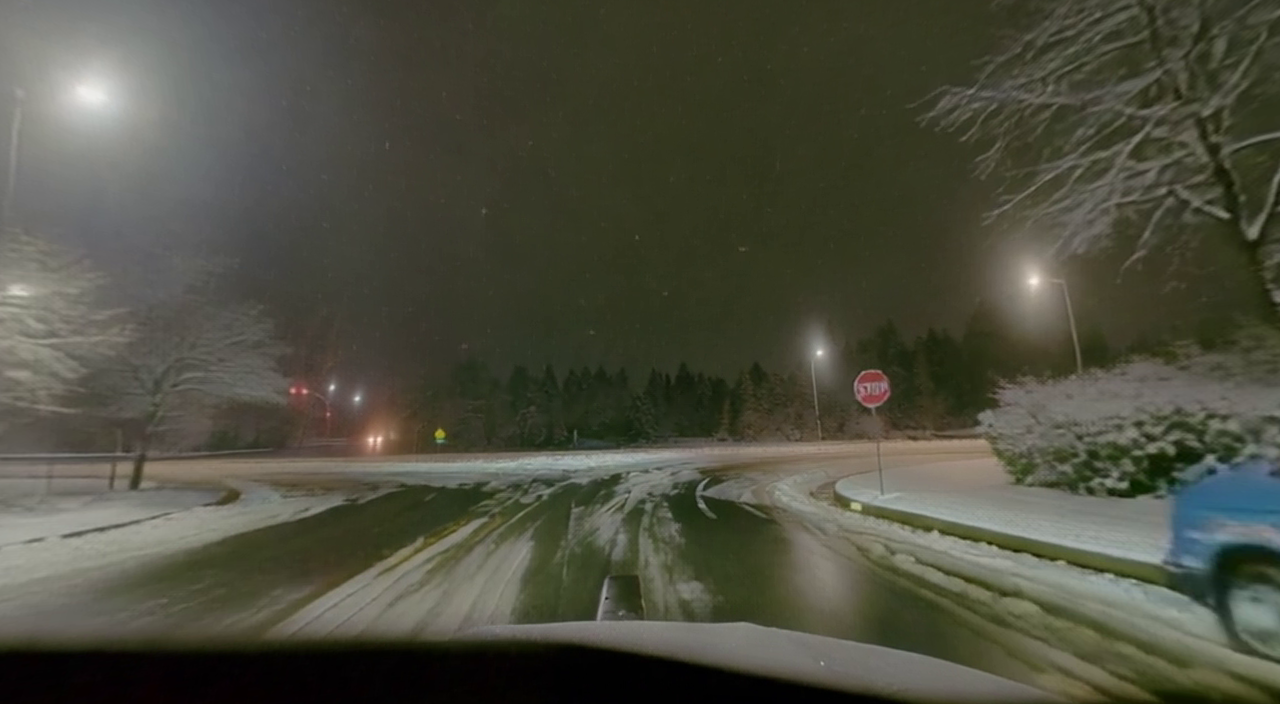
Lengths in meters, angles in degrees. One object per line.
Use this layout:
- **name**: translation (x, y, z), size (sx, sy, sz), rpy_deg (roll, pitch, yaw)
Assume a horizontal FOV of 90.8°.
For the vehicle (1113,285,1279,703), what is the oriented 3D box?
- **vehicle**: translation (4.905, 0.490, 1.413), size (2.659, 2.245, 5.991), rpy_deg (1, -8, -5)
